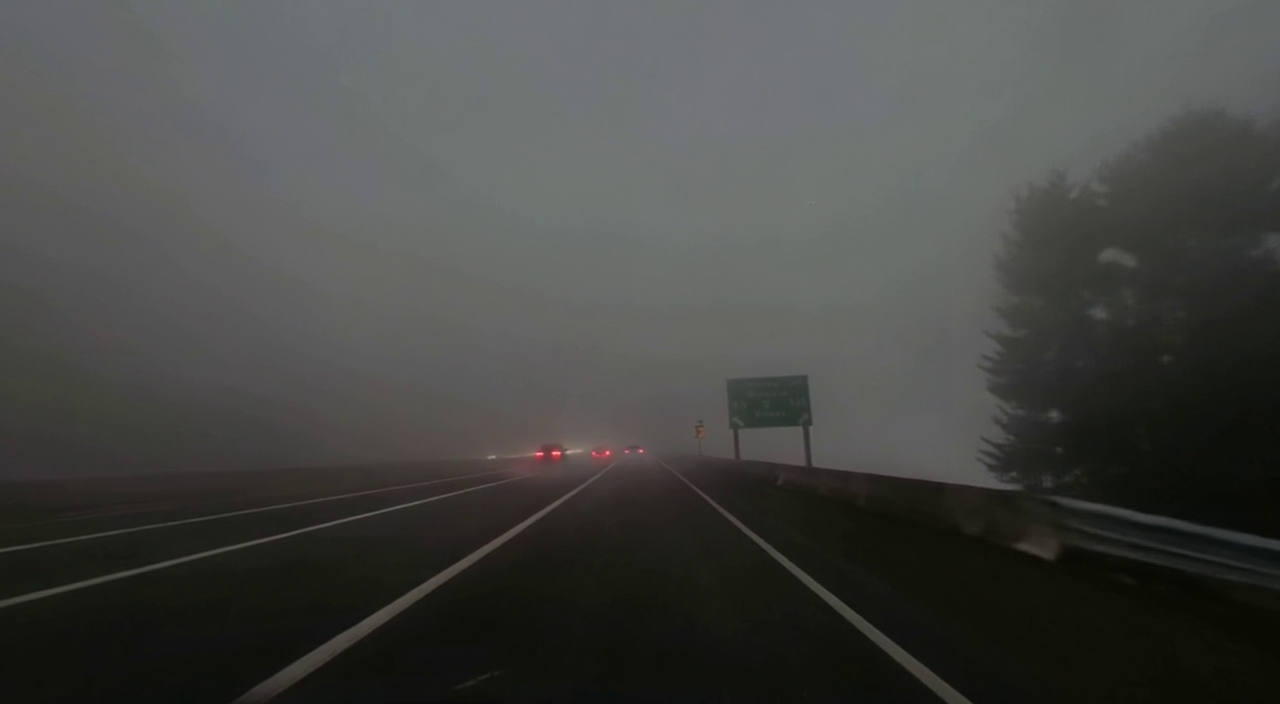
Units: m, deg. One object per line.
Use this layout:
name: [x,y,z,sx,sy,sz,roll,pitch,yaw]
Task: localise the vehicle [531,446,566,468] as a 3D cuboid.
vehicle: [-7.114,8.209,49.458,2.098,1.606,4.227,0,-9,1]
